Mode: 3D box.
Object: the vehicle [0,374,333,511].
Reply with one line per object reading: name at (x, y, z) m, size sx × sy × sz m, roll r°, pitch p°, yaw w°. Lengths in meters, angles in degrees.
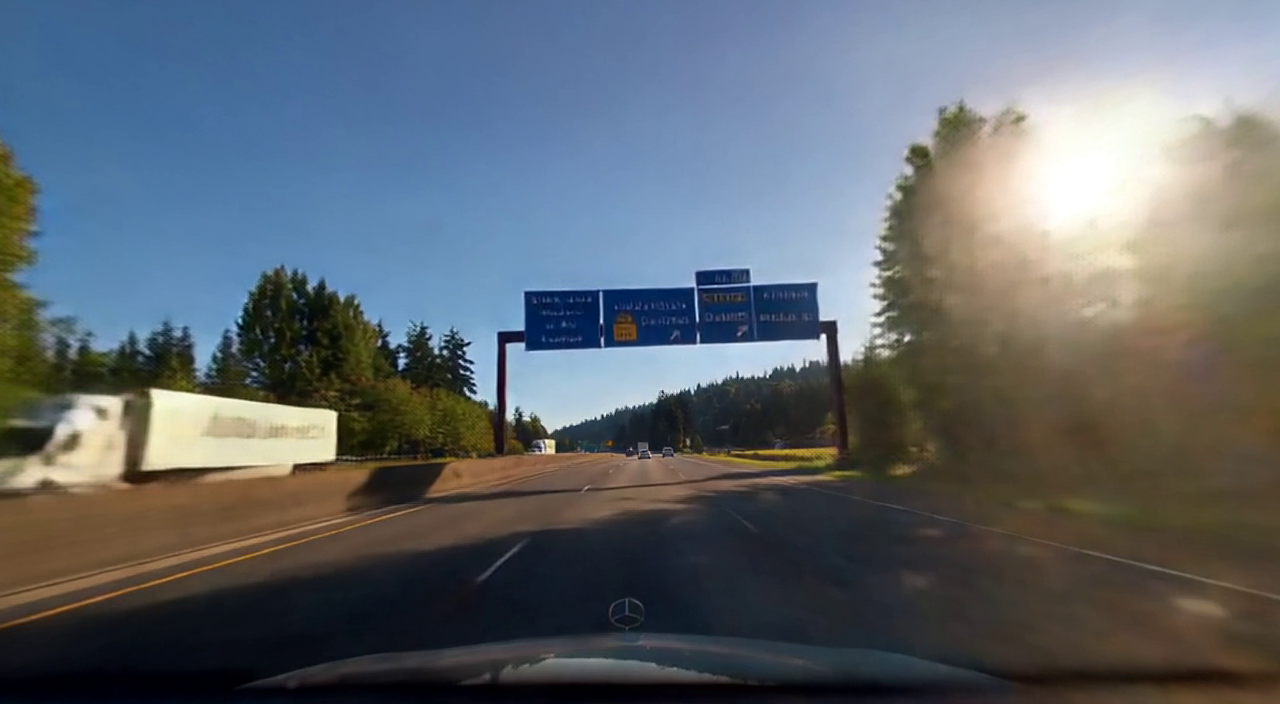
vehicle at (-19.136, 4.055, 27.863) m, size 2.880 × 4.226 × 16.398 m, roll 0°, pitch -9°, yaw 0°
